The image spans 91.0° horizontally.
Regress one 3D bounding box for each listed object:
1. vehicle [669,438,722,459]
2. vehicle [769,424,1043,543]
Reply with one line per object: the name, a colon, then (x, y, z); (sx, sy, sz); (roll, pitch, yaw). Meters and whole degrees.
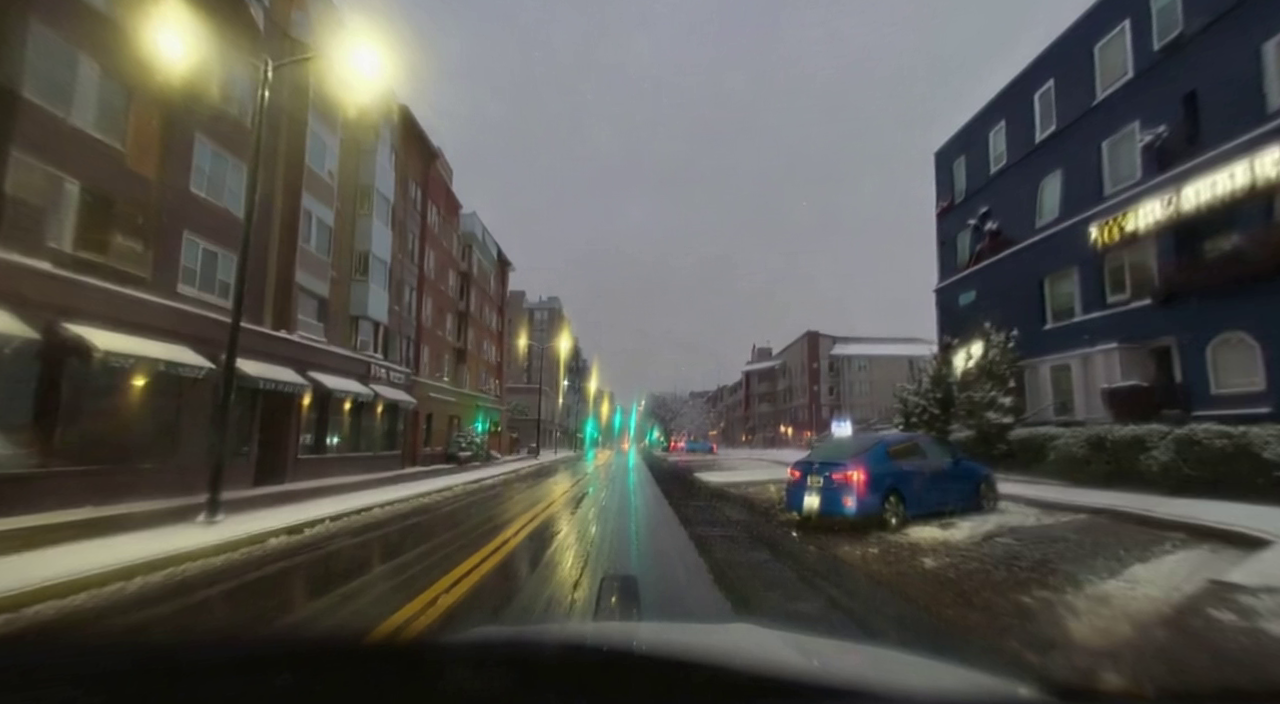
vehicle: (4.394, 7.638, 49.825); (3.844, 1.524, 1.847); (5, -10, -32)
vehicle: (4.359, 1.929, 10.013); (4.655, 1.460, 1.878); (6, -10, -37)
